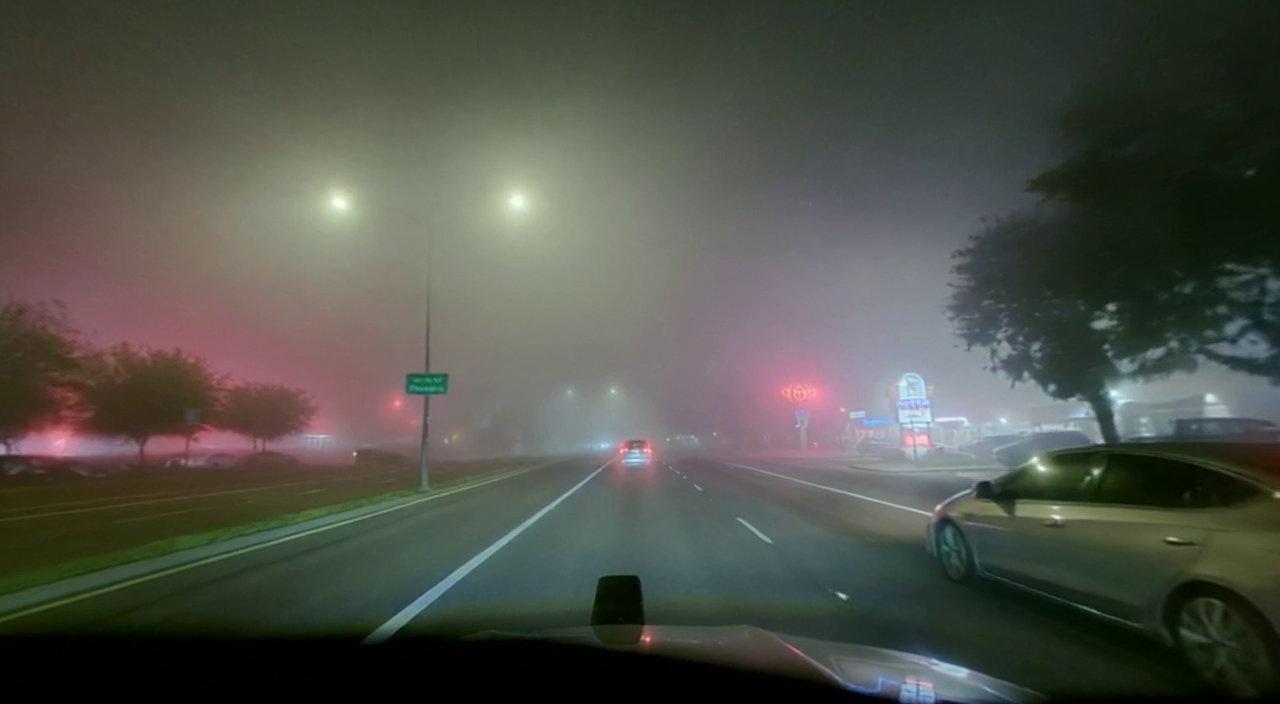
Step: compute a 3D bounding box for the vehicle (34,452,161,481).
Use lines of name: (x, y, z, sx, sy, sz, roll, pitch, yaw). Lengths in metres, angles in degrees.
vehicle: (-27.512, 5.802, 32.029, 4.644, 1.437, 1.827, 0, -9, -2)

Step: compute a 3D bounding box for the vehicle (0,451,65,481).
vehicle: (-32.720, 5.847, 32.526, 1.950, 1.466, 4.704, 1, -9, -6)

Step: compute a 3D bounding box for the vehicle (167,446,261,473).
vehicle: (-27.264, 6.877, 40.386, 4.519, 1.712, 1.932, 0, -9, 0)

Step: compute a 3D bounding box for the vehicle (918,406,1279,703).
vehicle: (3.839, 1.129, 3.767, 2.153, 1.456, 4.705, 0, -9, -1)

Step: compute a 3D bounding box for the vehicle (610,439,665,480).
vehicle: (-0.127, 4.202, 24.824, 1.998, 1.452, 3.773, 0, -9, -1)
